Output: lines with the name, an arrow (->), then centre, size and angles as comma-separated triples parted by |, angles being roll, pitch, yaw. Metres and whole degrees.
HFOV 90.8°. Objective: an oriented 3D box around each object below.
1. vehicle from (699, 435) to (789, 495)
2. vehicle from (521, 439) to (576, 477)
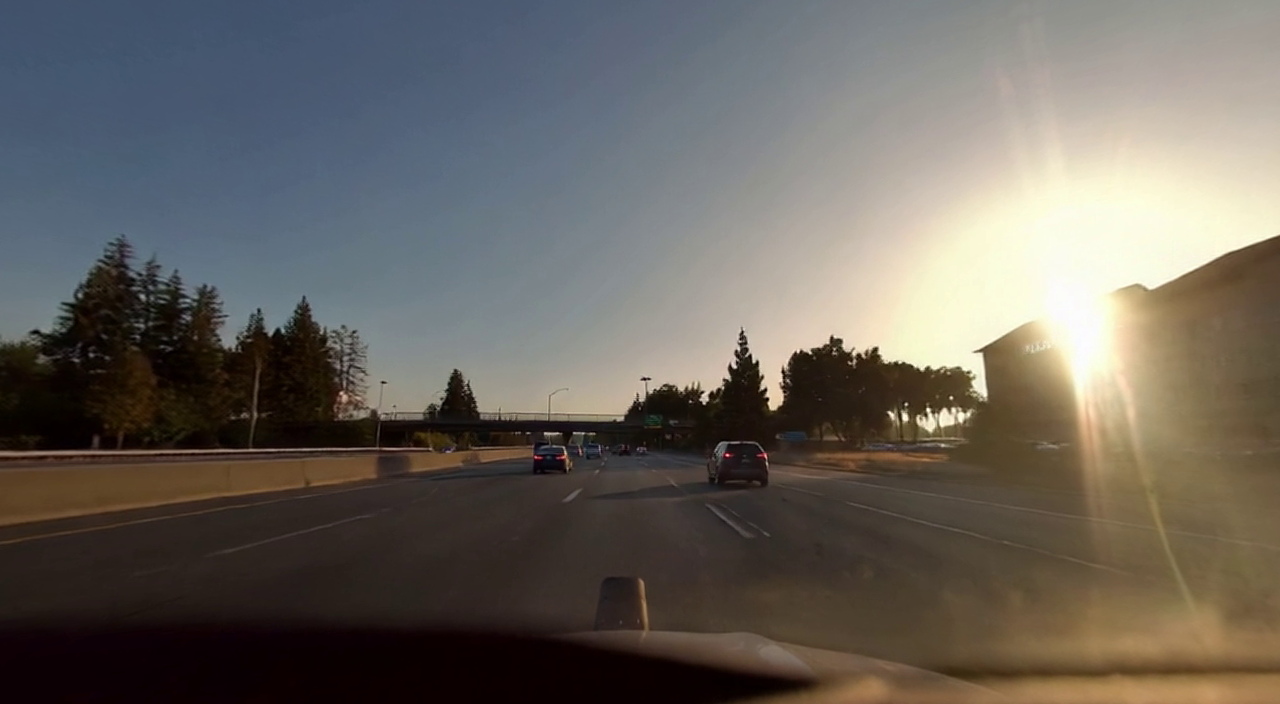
vehicle -> 3.142, 3.496, 19.974 | 1.997, 1.686, 4.247 | 0, -8, -2
vehicle -> -4.578, 5.390, 32.406 | 2.176, 1.779, 4.755 | 0, -8, -1
